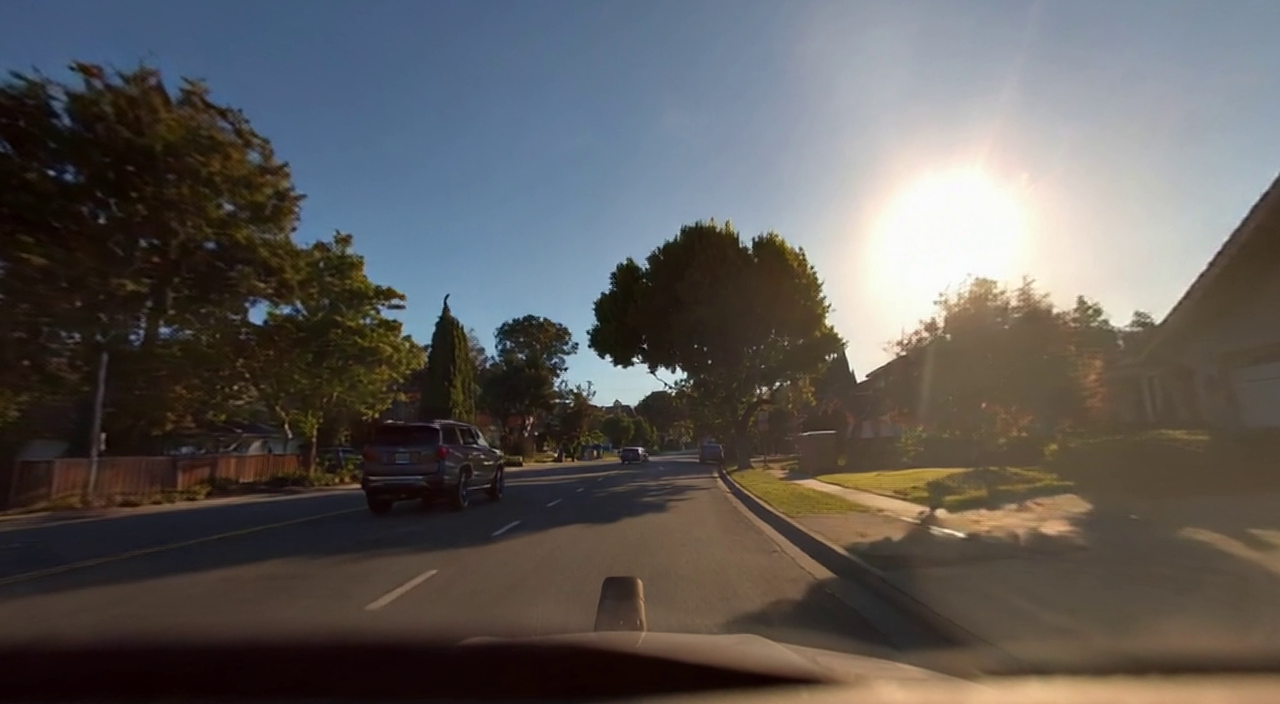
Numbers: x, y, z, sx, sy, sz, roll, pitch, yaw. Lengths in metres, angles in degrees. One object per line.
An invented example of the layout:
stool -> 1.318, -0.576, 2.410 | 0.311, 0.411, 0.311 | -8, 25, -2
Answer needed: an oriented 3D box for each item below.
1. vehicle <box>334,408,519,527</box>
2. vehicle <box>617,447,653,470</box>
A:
vehicle -> -4.274, 2.434, 13.818 | 2.085, 2.084, 5.133 | 0, -9, 2
vehicle -> -0.336, 8.132, 48.437 | 2.001, 1.664, 4.174 | -1, -9, 10
